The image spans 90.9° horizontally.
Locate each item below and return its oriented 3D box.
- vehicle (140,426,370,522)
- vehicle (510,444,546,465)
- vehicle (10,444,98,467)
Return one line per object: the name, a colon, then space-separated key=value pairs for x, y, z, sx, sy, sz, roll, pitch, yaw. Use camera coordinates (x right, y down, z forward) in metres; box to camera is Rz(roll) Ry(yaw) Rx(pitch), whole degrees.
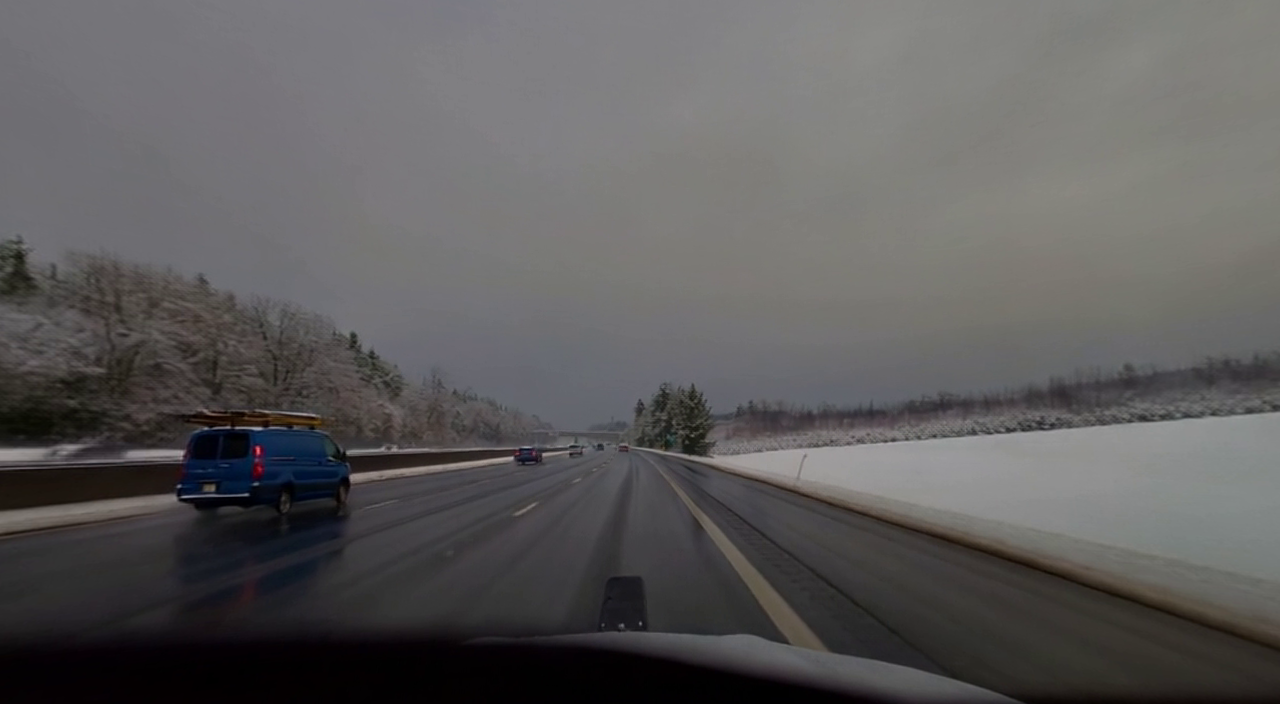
vehicle: x=-8.120 y=2.616 z=14.050 sx=2.093 sy=1.752 sz=4.771 roll=0 pitch=-9 yaw=0
vehicle: x=-8.433 y=7.770 z=47.841 sx=1.958 sy=1.499 sz=4.437 roll=0 pitch=-9 yaw=0
vehicle: x=-40.084 y=7.077 z=43.307 sx=1.757 sy=1.441 sz=4.504 roll=0 pitch=-9 yaw=-1
